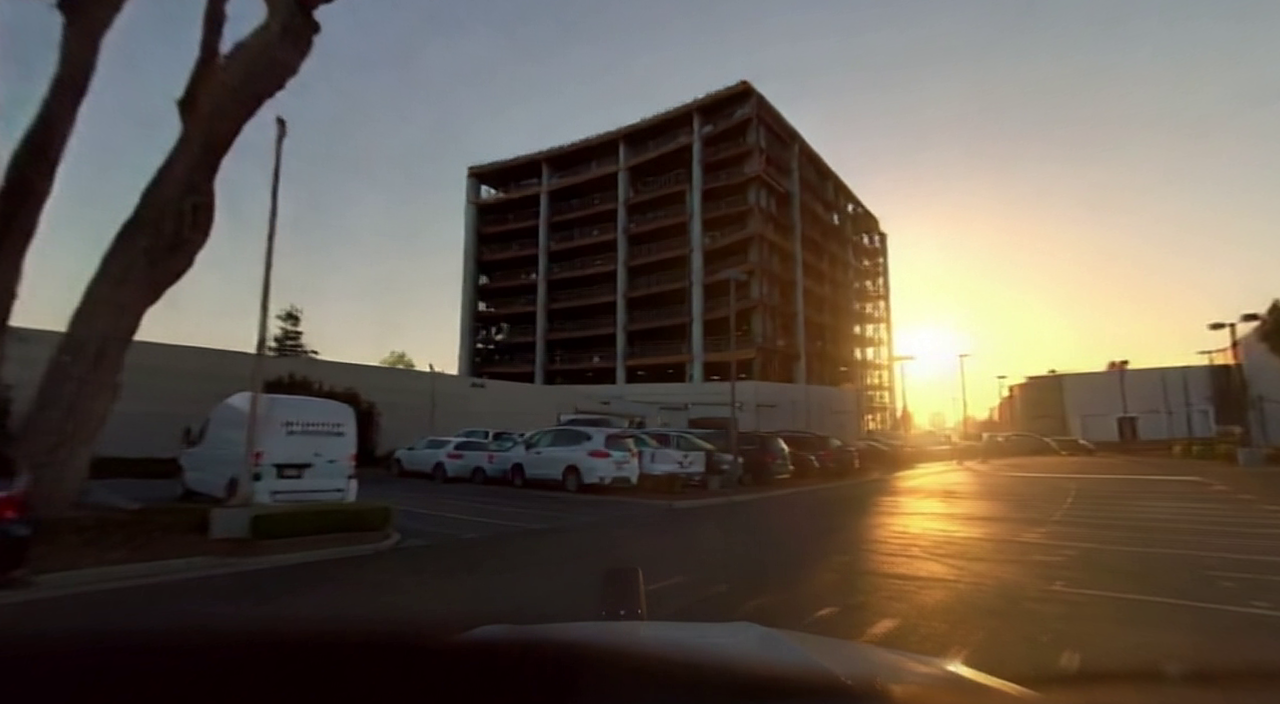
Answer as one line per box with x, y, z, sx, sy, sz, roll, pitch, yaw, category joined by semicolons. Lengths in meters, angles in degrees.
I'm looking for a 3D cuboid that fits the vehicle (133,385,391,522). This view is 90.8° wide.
-8.259;2.145;13.592;5.986;2.324;2.491;-7;-11;36;vehicle

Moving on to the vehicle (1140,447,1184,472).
36.126;7.413;43.809;2.026;1.659;4.314;-7;-10;37;vehicle

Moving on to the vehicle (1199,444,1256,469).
44.156;7.839;47.439;4.342;1.753;2.021;5;-10;-34;vehicle

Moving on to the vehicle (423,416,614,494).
-4.074;3.222;20.286;6.632;2.126;2.228;-6;-9;38;vehicle
